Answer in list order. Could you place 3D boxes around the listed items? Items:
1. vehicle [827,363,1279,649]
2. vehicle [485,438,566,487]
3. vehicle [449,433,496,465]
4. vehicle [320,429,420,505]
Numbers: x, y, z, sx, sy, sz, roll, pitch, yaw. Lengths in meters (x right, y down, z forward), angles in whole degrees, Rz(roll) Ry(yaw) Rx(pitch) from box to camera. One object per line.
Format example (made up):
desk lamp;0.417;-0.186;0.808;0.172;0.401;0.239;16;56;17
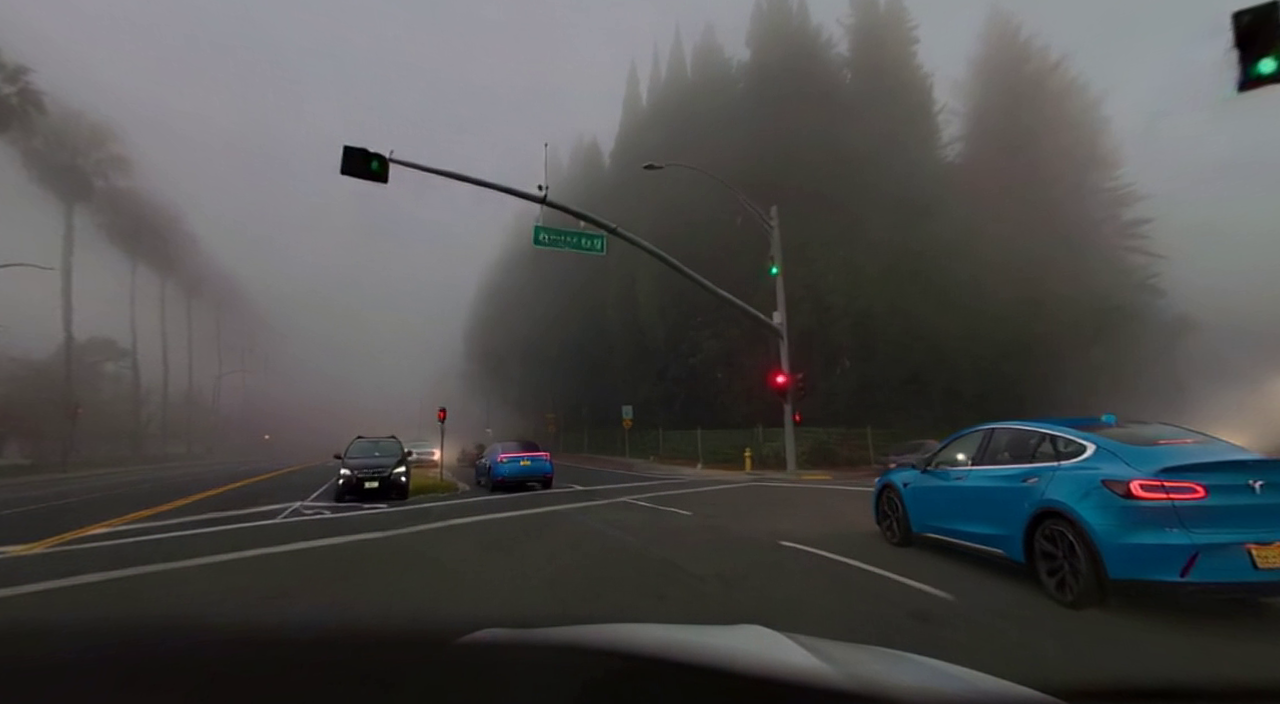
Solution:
vehicle;4.046;1.355;6.707;2.205;1.803;5.135;0;-9;-4
vehicle;-4.617;4.281;24.886;2.341;1.709;4.466;3;-9;-20
vehicle;-10.777;6.197;40.446;2.272;1.891;4.562;3;-9;-22
vehicle;-7.911;3.322;18.807;2.283;1.878;5.384;3;-9;-21
